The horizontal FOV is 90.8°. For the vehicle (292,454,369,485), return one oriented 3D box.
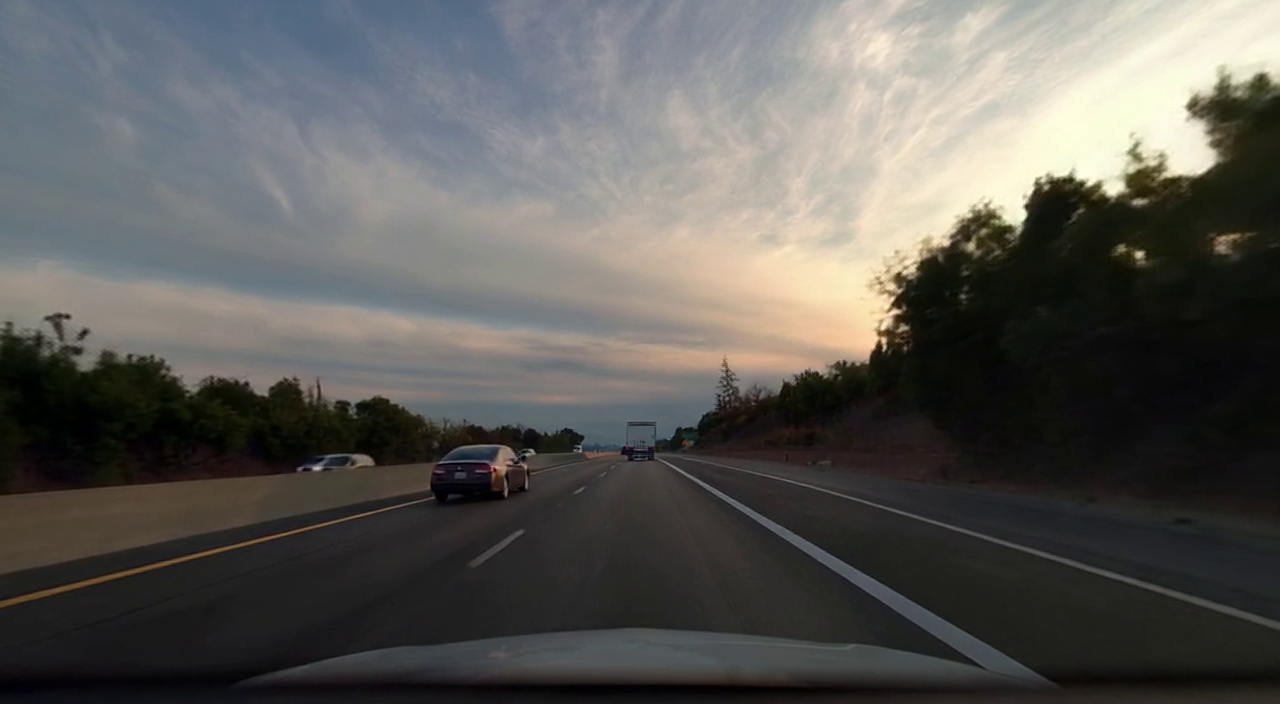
[{"bbox_3d":[-16.587,6.301,34.110,1.847,1.470,4.497,-1,-9,1],"label":"vehicle"}]

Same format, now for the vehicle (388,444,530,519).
[{"bbox_3d":[-3.918,2.875,14.489,1.955,1.438,4.100,-1,-9,1],"label":"vehicle"}]
